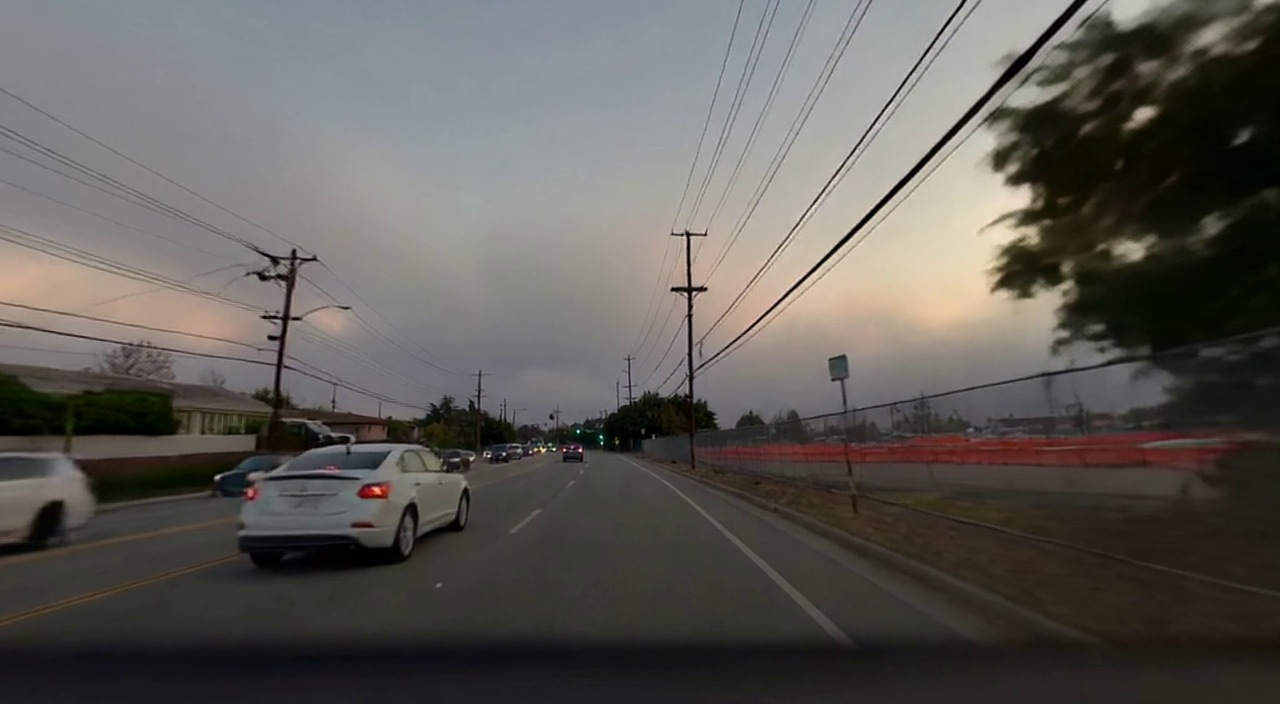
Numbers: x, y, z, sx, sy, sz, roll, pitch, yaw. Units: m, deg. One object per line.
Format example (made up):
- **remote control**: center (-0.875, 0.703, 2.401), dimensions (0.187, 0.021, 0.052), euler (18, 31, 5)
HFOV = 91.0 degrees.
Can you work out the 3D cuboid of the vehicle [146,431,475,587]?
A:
- **vehicle**: center (-3.816, 1.857, 8.451), dimensions (2.020, 1.489, 4.469), euler (1, -8, 0)
